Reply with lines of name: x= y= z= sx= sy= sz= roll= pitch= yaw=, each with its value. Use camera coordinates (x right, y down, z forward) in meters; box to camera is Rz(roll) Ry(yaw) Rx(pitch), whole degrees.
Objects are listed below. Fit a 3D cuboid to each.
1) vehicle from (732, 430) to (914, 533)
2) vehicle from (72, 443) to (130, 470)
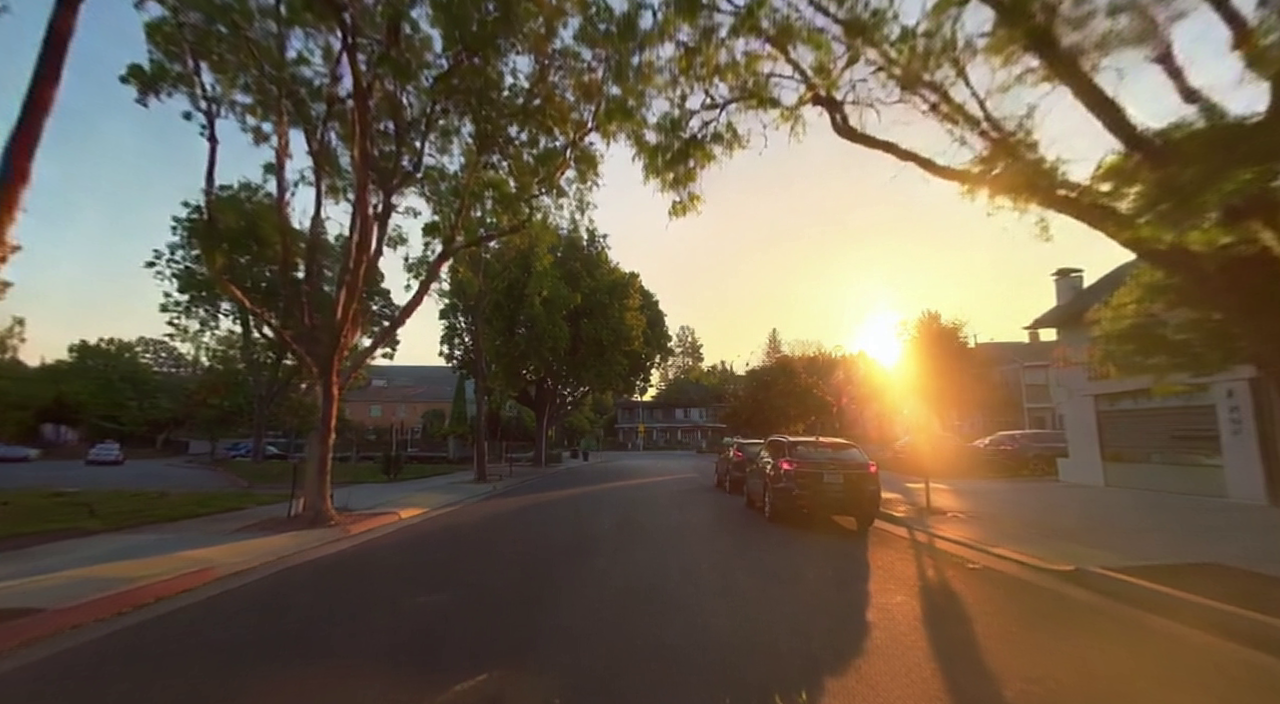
vehicle: x=3.082 y=2.290 z=11.831 sx=2.064 sy=1.532 sz=4.596 roll=0 pitch=-8 yaw=0
vehicle: x=-36.976 y=7.133 z=43.286 sx=4.157 sy=1.687 sz=2.419 roll=-7 pitch=-12 yaw=43
